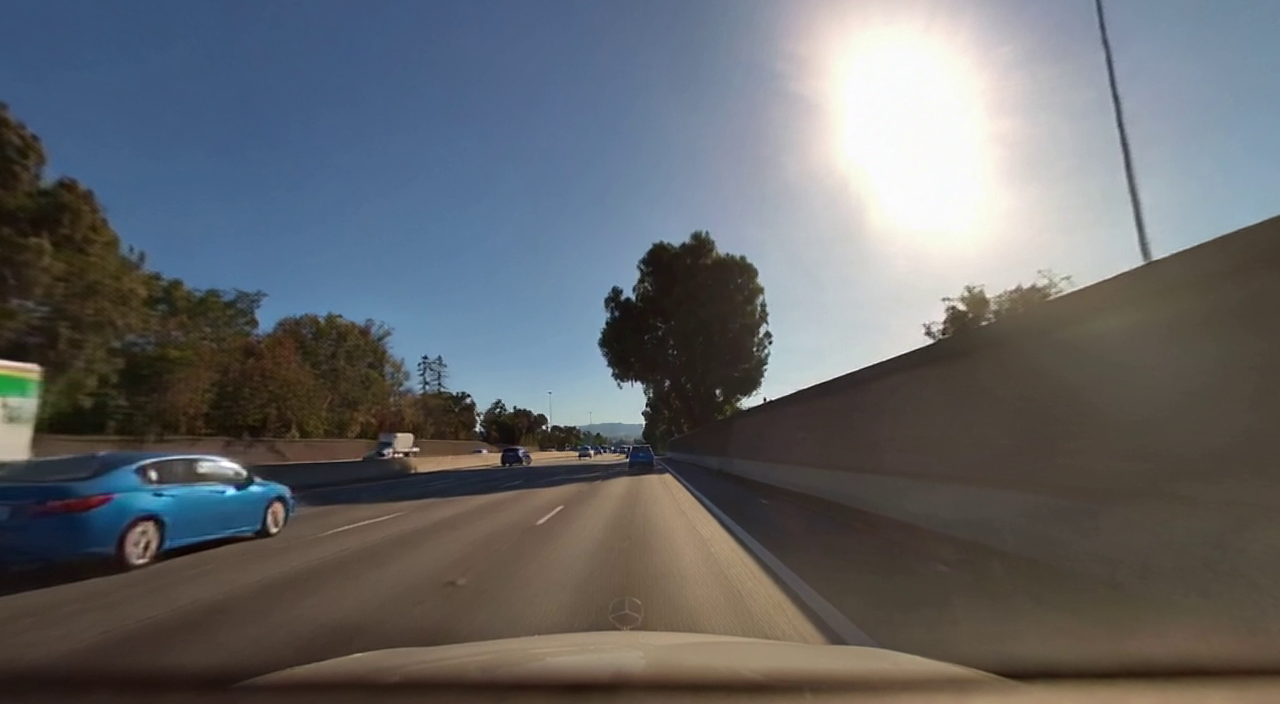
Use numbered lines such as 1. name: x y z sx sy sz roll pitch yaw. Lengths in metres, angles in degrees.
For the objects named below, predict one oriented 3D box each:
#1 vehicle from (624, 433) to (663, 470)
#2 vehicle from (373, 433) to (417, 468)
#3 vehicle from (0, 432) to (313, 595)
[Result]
1. vehicle: 0.186 6.253 39.705 2.318 2.145 4.561 0 -8 0
2. vehicle: -16.658 6.709 43.009 1.677 2.162 3.235 -4 -9 2
3. vehicle: -6.624 1.914 8.431 2.116 1.570 4.377 0 -8 1
